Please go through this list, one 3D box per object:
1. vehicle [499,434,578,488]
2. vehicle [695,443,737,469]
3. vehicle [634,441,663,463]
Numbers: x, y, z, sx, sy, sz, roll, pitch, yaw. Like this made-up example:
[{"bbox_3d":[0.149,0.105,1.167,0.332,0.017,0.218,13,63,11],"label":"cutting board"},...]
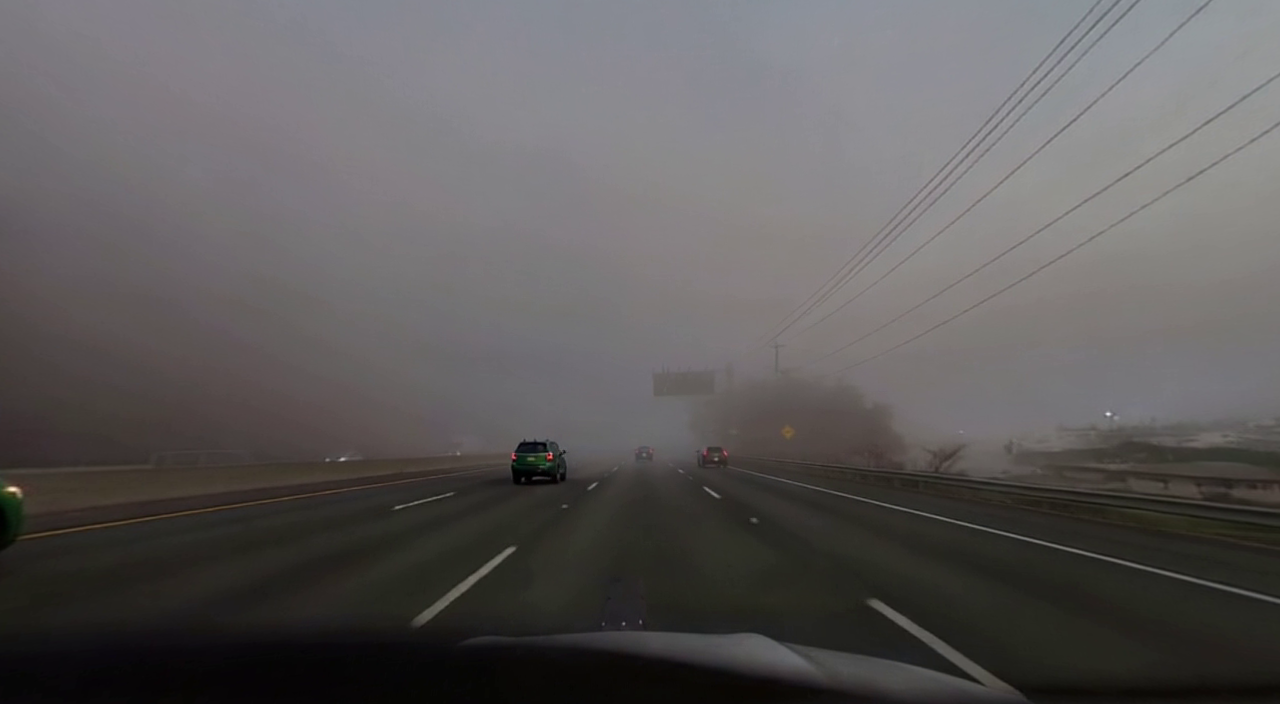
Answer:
[{"bbox_3d":[-3.401,3.738,21.936,1.961,1.704,4.052,0,-8,1],"label":"vehicle"},{"bbox_3d":[4.465,6.171,37.647,1.964,1.479,4.252,0,-8,-1],"label":"vehicle"},{"bbox_3d":[0.652,7.896,49.798,2.156,1.647,3.987,0,-8,0],"label":"vehicle"}]
